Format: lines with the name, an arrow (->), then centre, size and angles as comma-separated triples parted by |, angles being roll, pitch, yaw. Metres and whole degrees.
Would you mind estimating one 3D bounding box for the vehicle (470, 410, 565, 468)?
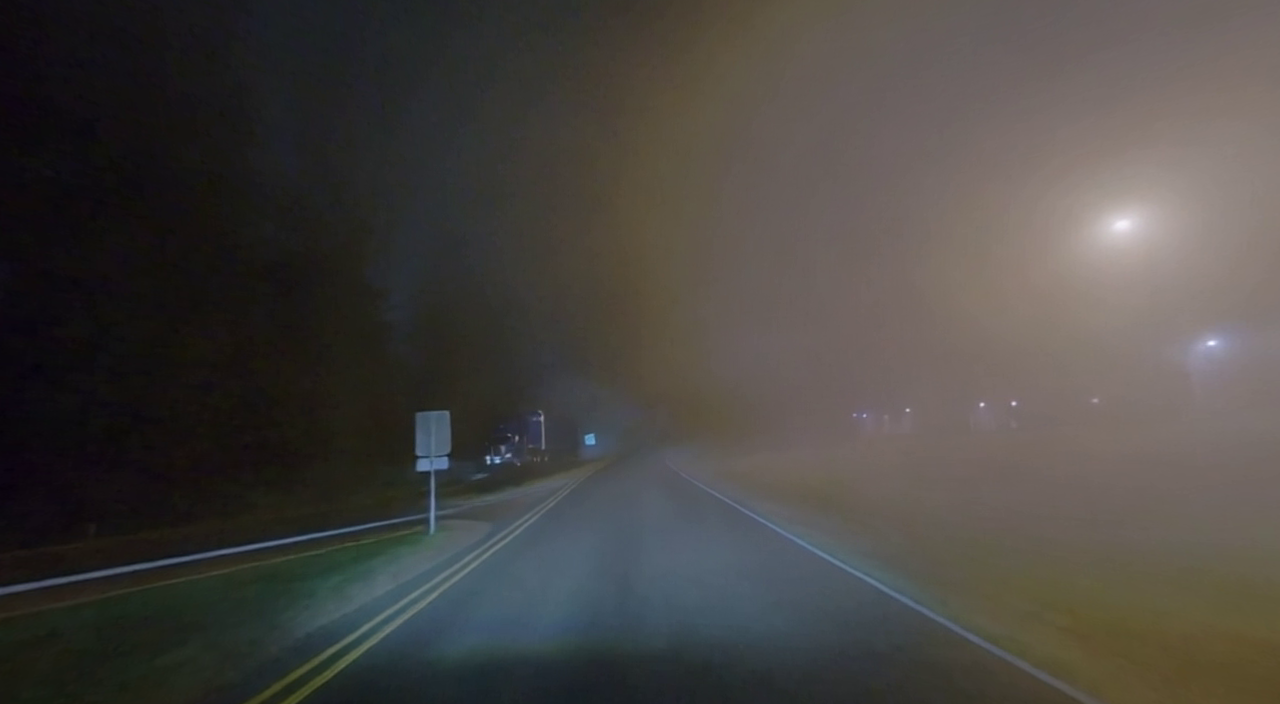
vehicle -> -9.132, 6.875, 48.580 | 5.596, 3.130, 8.972 | -3, -14, -1
